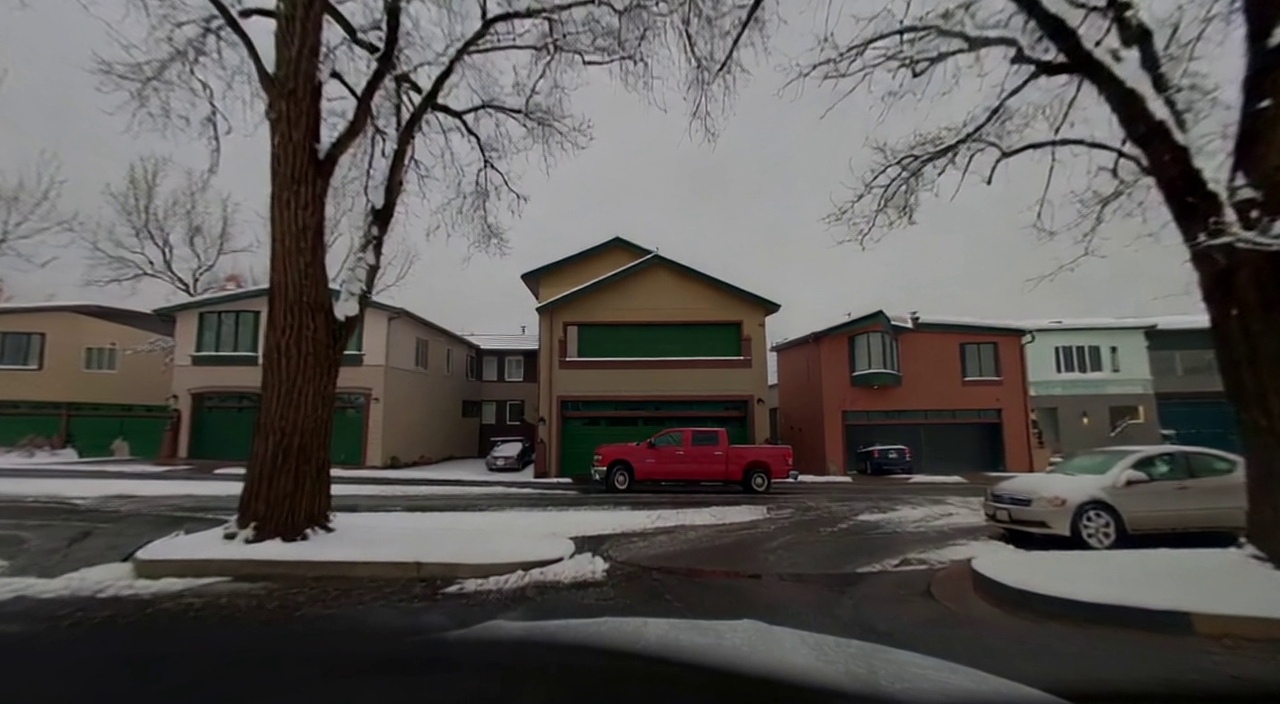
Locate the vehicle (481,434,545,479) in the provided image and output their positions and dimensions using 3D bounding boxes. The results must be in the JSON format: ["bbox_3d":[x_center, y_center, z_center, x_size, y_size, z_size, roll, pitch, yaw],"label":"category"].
[{"bbox_3d":[-5.358,4.406,27.057,1.869,1.460,3.826,-3,-4,1],"label":"vehicle"}]

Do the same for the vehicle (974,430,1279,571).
[{"bbox_3d":[7.535,2.036,9.307,4.074,1.617,2.112,0,-4,-8],"label":"vehicle"}]

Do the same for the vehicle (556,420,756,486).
[{"bbox_3d":[0.446,2.997,18.856,5.600,1.835,2.161,0,-8,-1],"label":"vehicle"}]

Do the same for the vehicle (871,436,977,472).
[{"bbox_3d":[14.518,5.231,32.444,4.383,1.784,2.211,0,-8,0],"label":"vehicle"}]
